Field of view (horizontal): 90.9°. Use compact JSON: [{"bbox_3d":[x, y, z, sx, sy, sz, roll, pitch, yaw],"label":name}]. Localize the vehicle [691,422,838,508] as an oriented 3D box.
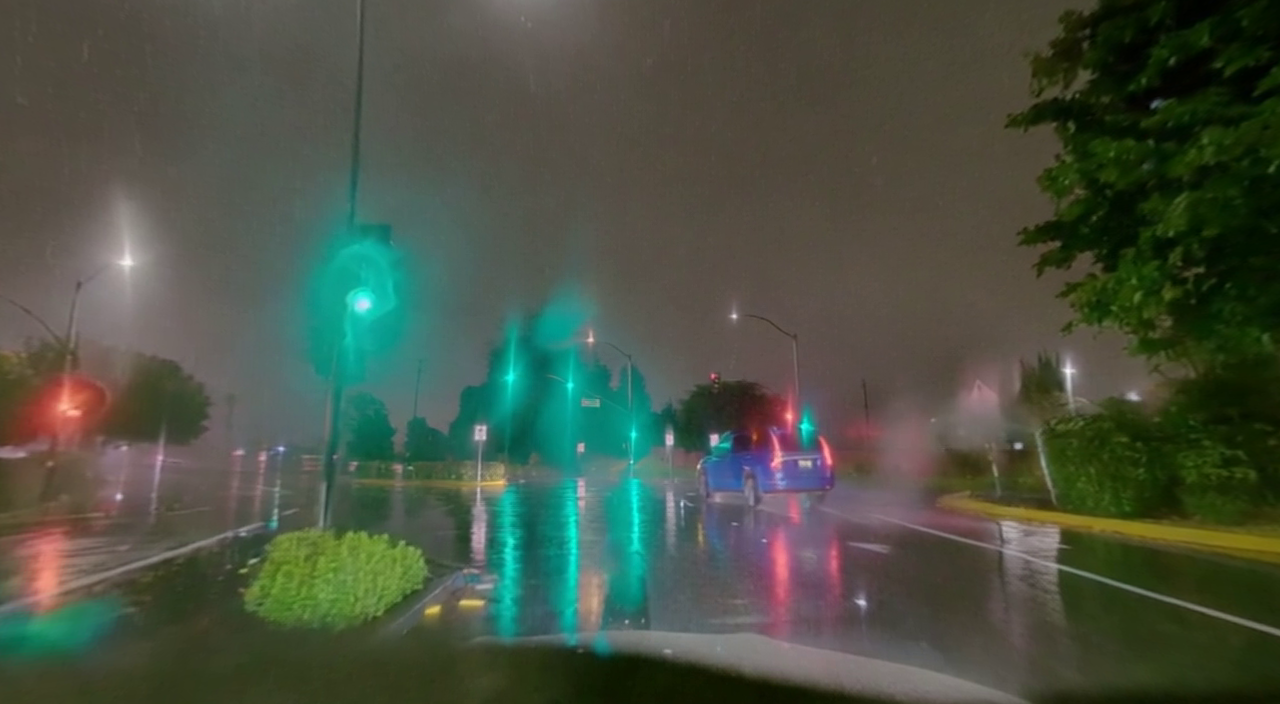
[{"bbox_3d":[2.832,2.741,15.760,2.284,1.788,4.871,0,-8,-5],"label":"vehicle"}]
